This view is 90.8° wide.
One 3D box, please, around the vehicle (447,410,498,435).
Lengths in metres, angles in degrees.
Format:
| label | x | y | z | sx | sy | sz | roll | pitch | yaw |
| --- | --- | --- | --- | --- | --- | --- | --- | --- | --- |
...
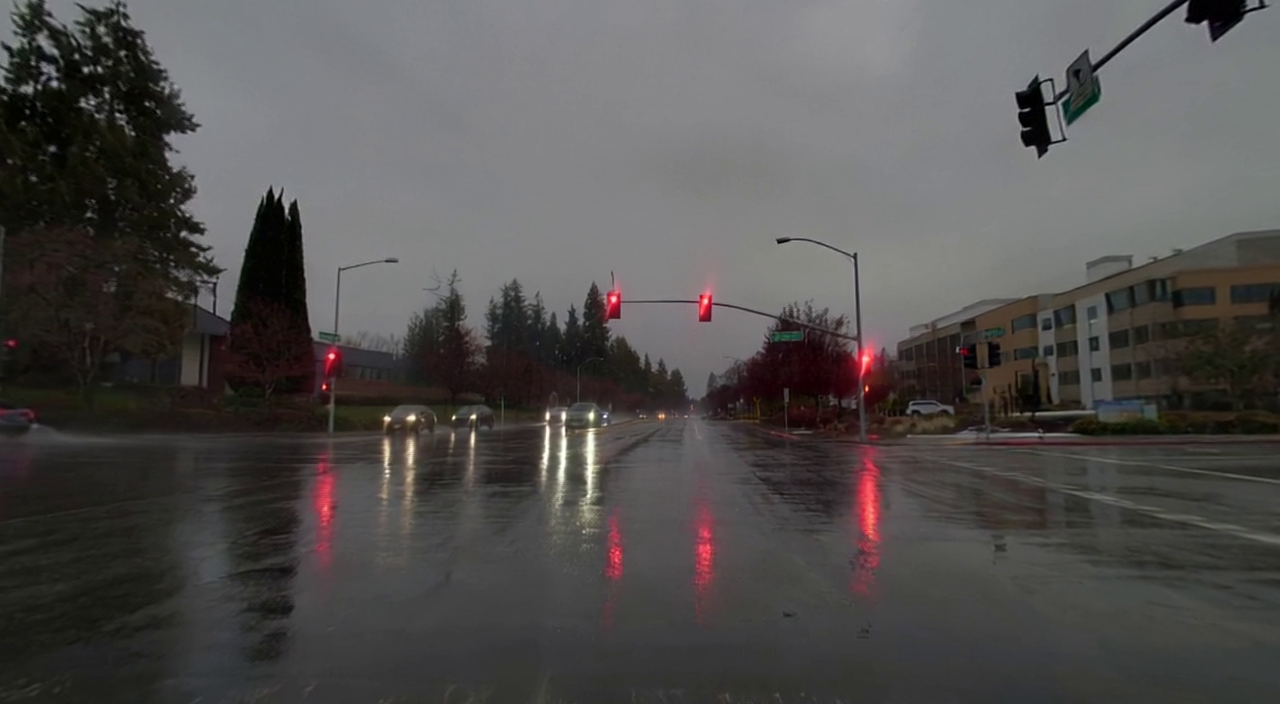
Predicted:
| label | x | y | z | sx | sy | sz | roll | pitch | yaw |
| --- | --- | --- | --- | --- | --- | --- | --- | --- | --- |
| vehicle | -10.986 | 4.718 | 41.836 | 1.899 | 1.510 | 4.294 | -1 | -9 | 4 |

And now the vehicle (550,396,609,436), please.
| label | x | y | z | sx | sy | sz | roll | pitch | yaw |
| --- | --- | --- | --- | --- | --- | --- | --- | --- | --- |
| vehicle | -3.178 | 3.592 | 34.583 | 2.306 | 1.907 | 5.382 | -1 | -9 | 5 |

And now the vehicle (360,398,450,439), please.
| label | x | y | z | sx | sy | sz | roll | pitch | yaw |
| --- | --- | --- | --- | --- | --- | --- | --- | --- | --- |
| vehicle | -12.276 | 3.596 | 33.424 | 2.340 | 1.902 | 4.920 | -1 | -9 | 8 |

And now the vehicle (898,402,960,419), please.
| label | x | y | z | sx | sy | sz | roll | pitch | yaw |
| --- | --- | --- | --- | --- | --- | --- | --- | --- | --- |
| vehicle | 22.349 | 4.524 | 48.948 | 3.933 | 1.219 | 1.700 | 0 | -9 | 4 |
